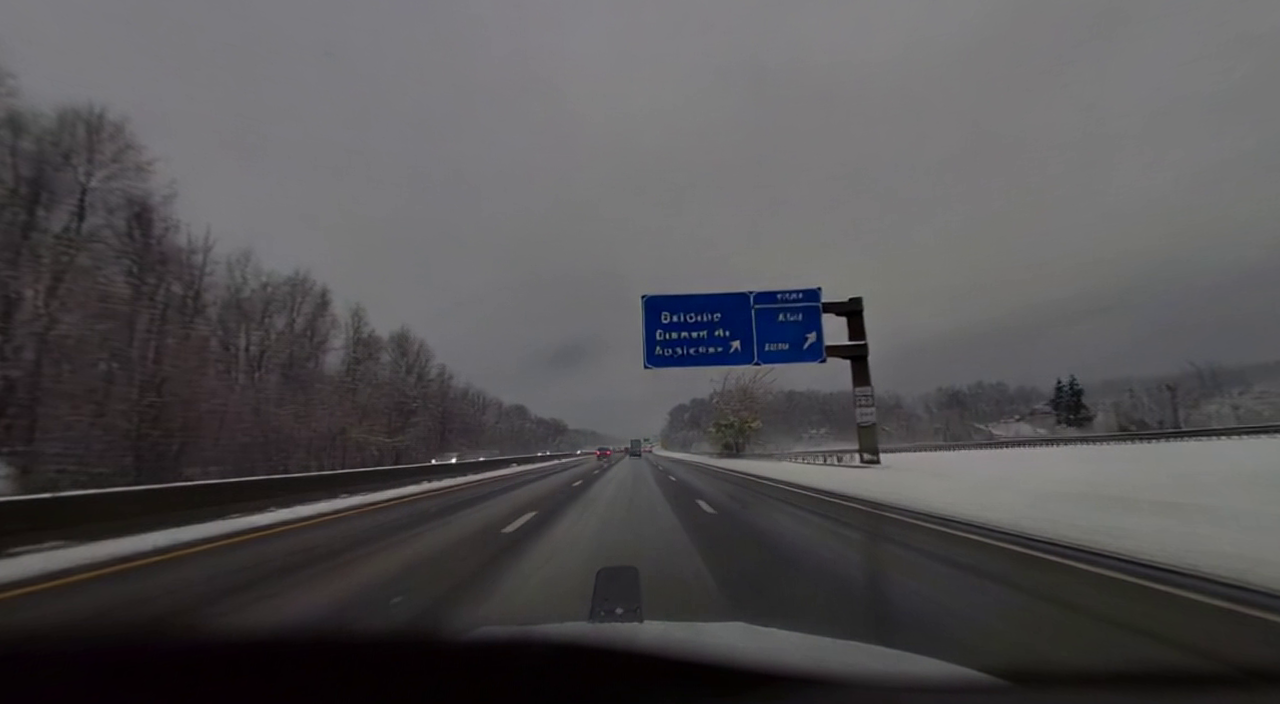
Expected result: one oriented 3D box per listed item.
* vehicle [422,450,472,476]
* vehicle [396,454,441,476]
[{"bbox_3d":[-12.042,6.925,39.323,1.858,1.503,4.015,0,-9,0],"label":"vehicle"},{"bbox_3d":[-15.950,8.135,45.262,1.774,1.472,3.859,0,-9,0],"label":"vehicle"}]
